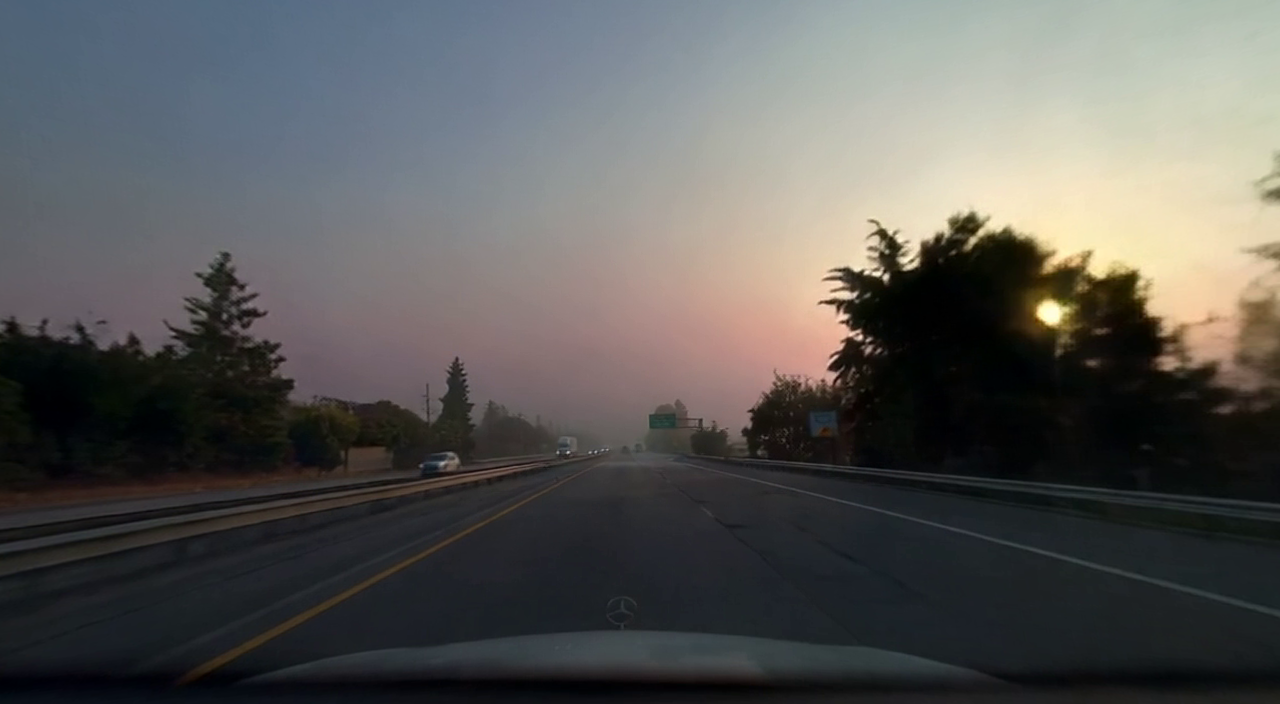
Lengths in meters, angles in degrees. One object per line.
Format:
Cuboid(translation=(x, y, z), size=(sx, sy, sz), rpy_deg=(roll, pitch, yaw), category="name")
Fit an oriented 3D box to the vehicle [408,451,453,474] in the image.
Cuboid(translation=(-14.362, 7.568, 43.431), size=(1.822, 1.480, 3.962), rpy_deg=(0, -9, -1), category="vehicle")
